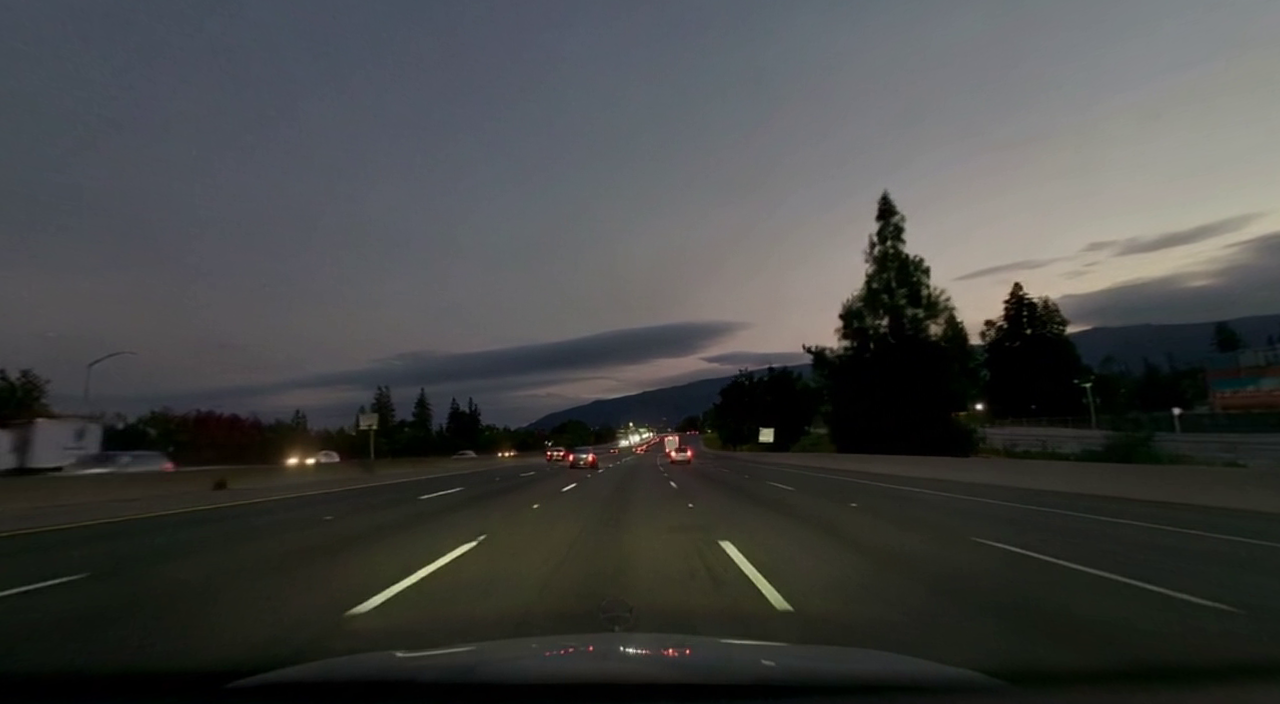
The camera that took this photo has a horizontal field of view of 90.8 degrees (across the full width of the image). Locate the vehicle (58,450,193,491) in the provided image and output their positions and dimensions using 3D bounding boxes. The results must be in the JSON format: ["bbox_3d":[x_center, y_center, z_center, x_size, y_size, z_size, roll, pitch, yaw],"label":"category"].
[{"bbox_3d":[-23.940,5.503,29.719,2.135,1.714,5.019,0,-9,0],"label":"vehicle"}]

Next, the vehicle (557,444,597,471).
[{"bbox_3d":[-4.156,7.025,42.419,2.179,1.693,4.204,0,-9,1],"label":"vehicle"}]

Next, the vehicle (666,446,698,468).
[{"bbox_3d":[3.042,7.685,46.432,1.967,1.475,4.080,0,-9,-2],"label":"vehicle"}]

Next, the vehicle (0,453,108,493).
[{"bbox_3d":[-27.445,5.512,29.075,1.913,1.638,4.524,0,-9,0],"label":"vehicle"}]
